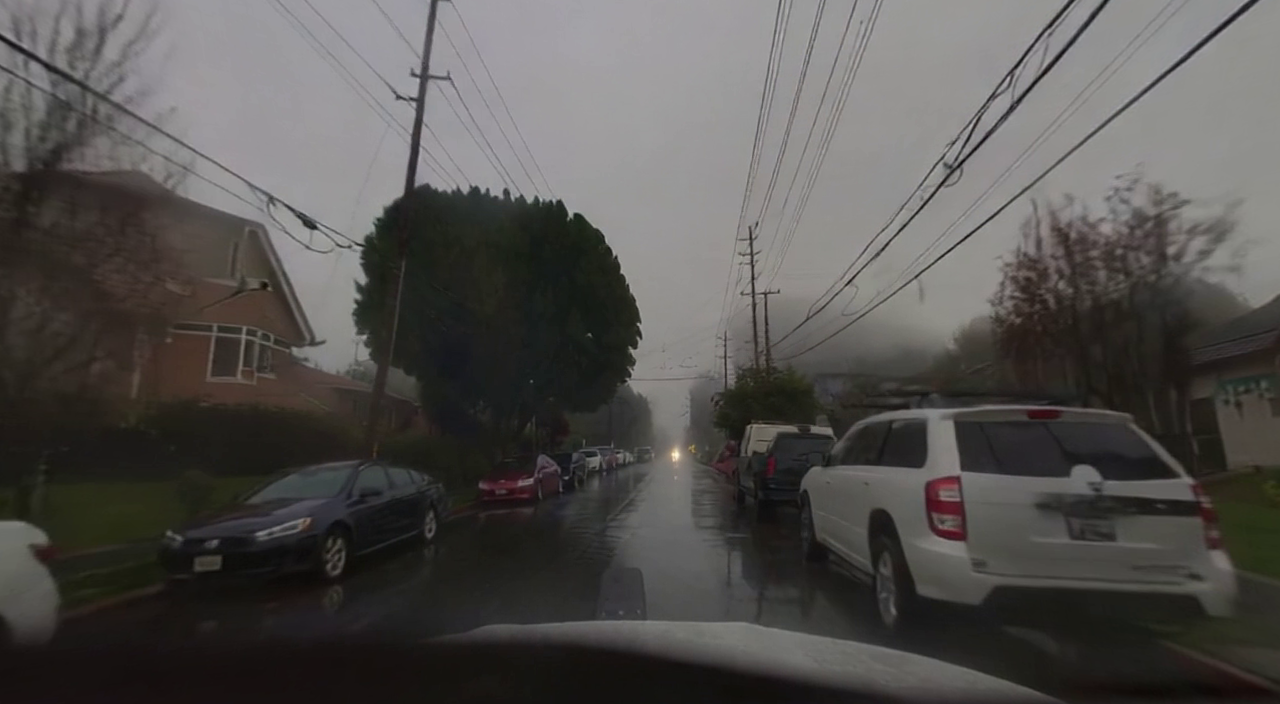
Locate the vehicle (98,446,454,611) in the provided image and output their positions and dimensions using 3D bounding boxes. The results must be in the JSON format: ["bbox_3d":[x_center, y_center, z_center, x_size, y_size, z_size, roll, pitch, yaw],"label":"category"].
[{"bbox_3d":[-4.175,2.014,8.272,1.796,1.532,4.244,-1,-8,6],"label":"vehicle"}]

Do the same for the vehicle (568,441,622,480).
[{"bbox_3d":[-2.350,5.855,34.394,2.280,1.953,5.092,-1,-8,3],"label":"vehicle"}]

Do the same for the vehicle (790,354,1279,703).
[{"bbox_3d":[2.717,1.276,5.437,1.992,1.853,4.704,-1,-8,4],"label":"vehicle"}]

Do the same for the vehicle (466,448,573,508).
[{"bbox_3d":[-3.425,3.672,18.989,1.988,1.541,4.686,-1,-8,4],"label":"vehicle"}]

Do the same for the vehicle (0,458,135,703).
[{"bbox_3d":[-4.582,1.130,2.164,1.932,1.431,4.198,-1,-8,7],"label":"vehicle"}]
